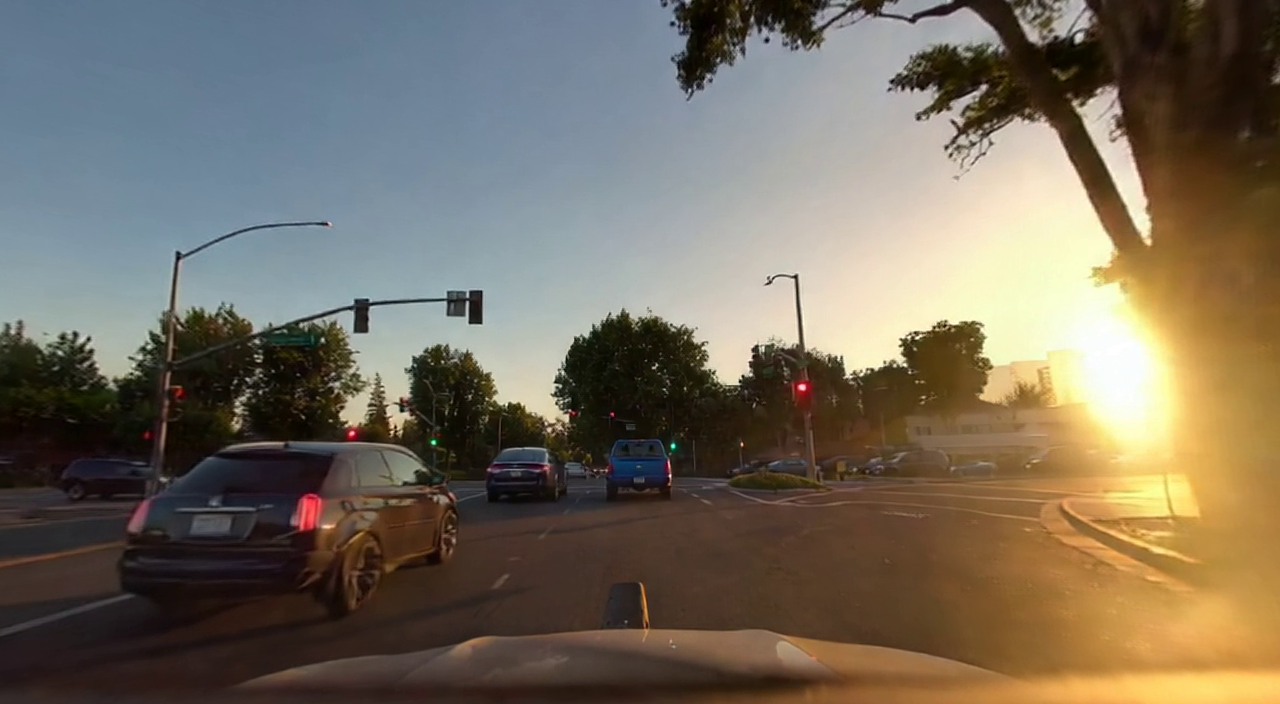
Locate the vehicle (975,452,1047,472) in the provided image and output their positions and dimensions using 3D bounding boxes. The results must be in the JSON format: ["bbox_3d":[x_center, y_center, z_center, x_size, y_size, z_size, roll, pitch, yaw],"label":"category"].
[{"bbox_3d":[28.706,8.513,48.864,4.365,1.448,1.928,0,-9,0],"label":"vehicle"}]

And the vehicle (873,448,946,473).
[{"bbox_3d":[20.756,8.409,48.671,4.585,1.681,2.140,-2,-10,-1],"label":"vehicle"}]

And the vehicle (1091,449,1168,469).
[{"bbox_3d":[37.831,8.249,48.726,4.525,1.468,1.839,1,-9,-5],"label":"vehicle"}]

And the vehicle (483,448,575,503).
[{"bbox_3d":[-3.215,3.663,19.208,2.013,1.474,4.393,0,-9,0],"label":"vehicle"}]

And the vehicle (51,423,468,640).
[{"bbox_3d":[-3.194,1.540,6.296,1.960,1.528,3.490,0,-9,0],"label":"vehicle"}]

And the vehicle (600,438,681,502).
[{"bbox_3d":[0.005,3.452,18.845,2.163,1.678,3.846,0,-9,0],"label":"vehicle"}]

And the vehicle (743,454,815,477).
[{"bbox_3d":[10.619,8.733,48.383,4.875,1.473,2.077,-2,-12,-2],"label":"vehicle"}]

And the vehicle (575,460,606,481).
[{"bbox_3d":[-3.861,9.309,49.722,2.101,1.443,4.367,0,-9,0],"label":"vehicle"}]
